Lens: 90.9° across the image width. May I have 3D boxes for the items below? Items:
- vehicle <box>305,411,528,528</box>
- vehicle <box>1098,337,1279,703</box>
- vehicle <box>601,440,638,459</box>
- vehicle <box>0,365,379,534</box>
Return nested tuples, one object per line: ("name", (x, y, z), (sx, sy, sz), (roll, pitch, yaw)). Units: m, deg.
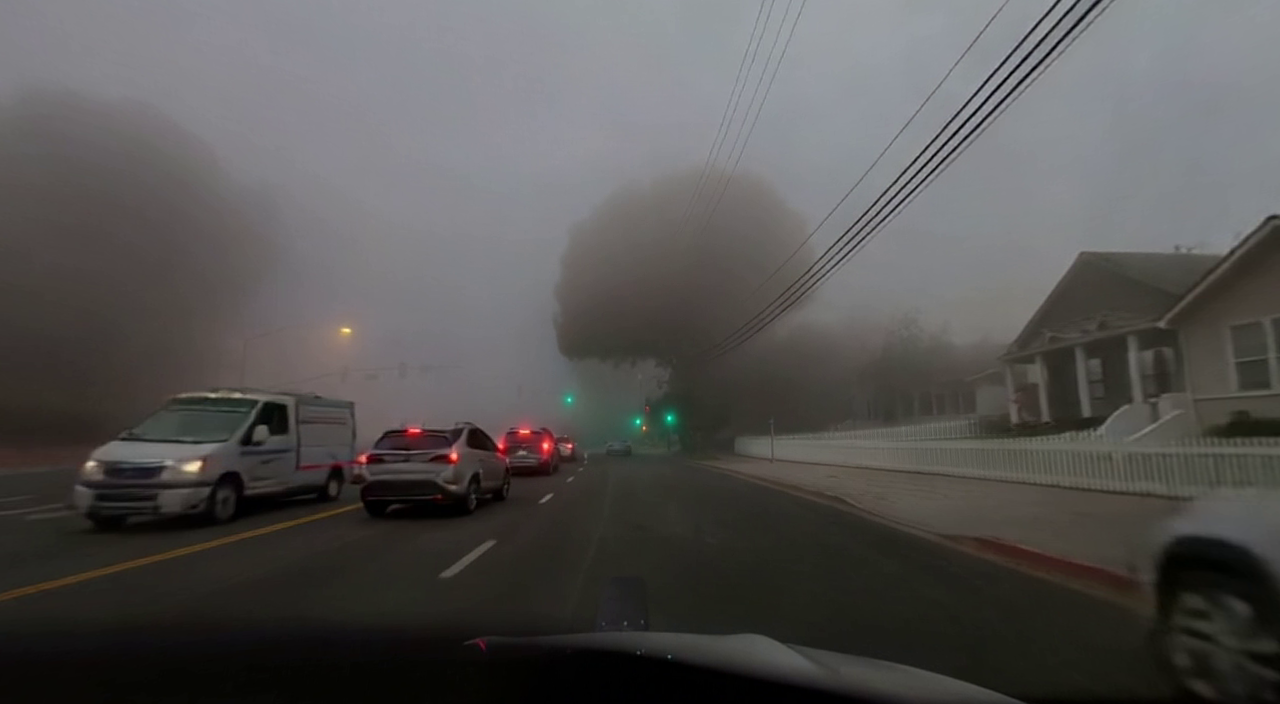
("vehicle", (-3.577, 1.979, 11.238), (2.181, 1.636, 4.504), (0, -8, 2))
("vehicle", (3.683, 0.649, 1.551), (1.801, 1.746, 4.325), (0, -8, 0))
("vehicle", (-1.451, 6.635, 42.924), (2.131, 1.222, 3.868), (1, -8, -7))
("vehicle", (-6.995, 1.640, 10.990), (2.507, 2.141, 5.764), (0, -8, -1))
